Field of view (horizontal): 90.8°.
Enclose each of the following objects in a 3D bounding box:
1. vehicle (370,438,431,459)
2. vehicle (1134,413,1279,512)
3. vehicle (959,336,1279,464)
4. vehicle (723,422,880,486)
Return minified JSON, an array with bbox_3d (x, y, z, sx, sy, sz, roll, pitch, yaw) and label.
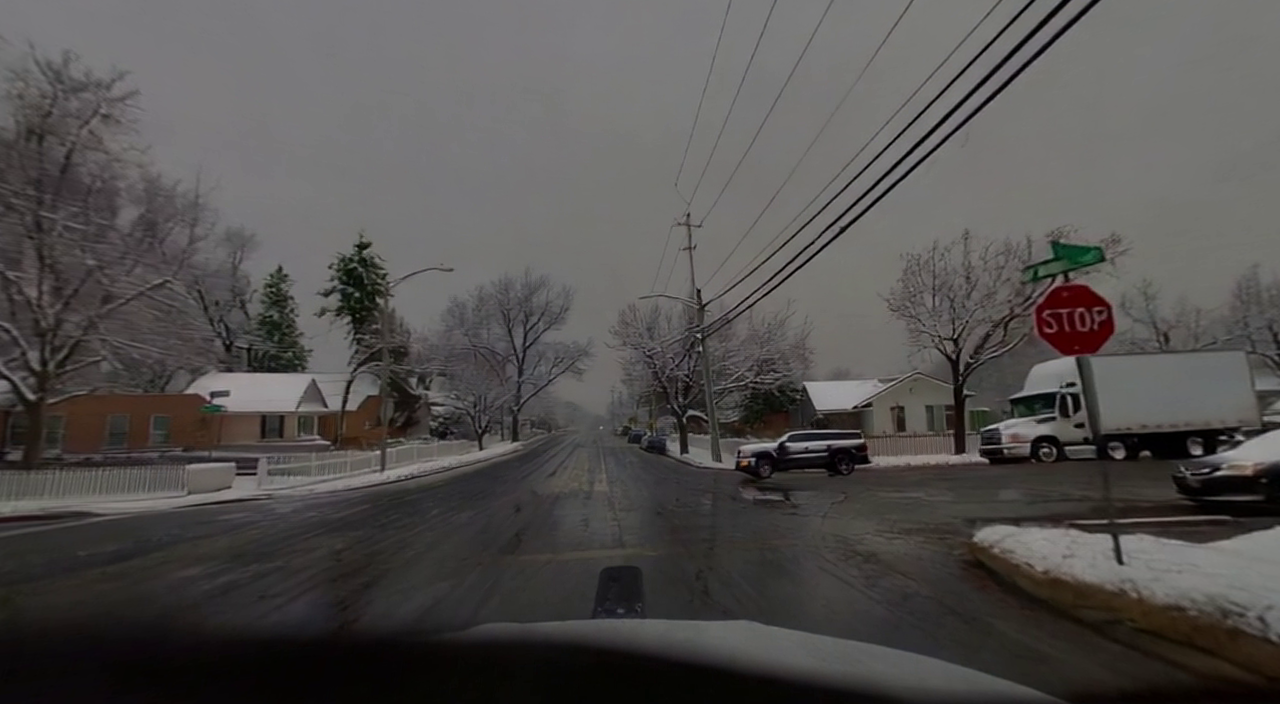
[{"bbox_3d":[-17.416,7.051,46.160,3.911,1.515,1.802,2,-9,-14],"label":"vehicle"},{"bbox_3d":[11.563,1.867,10.893,4.488,1.507,1.954,0,-8,-3],"label":"vehicle"},{"bbox_3d":[14.309,1.523,18.936,7.759,3.523,2.930,0,-9,-1],"label":"vehicle"},{"bbox_3d":[4.629,2.949,18.468,3.867,1.710,2.107,1,-9,-10],"label":"vehicle"}]
